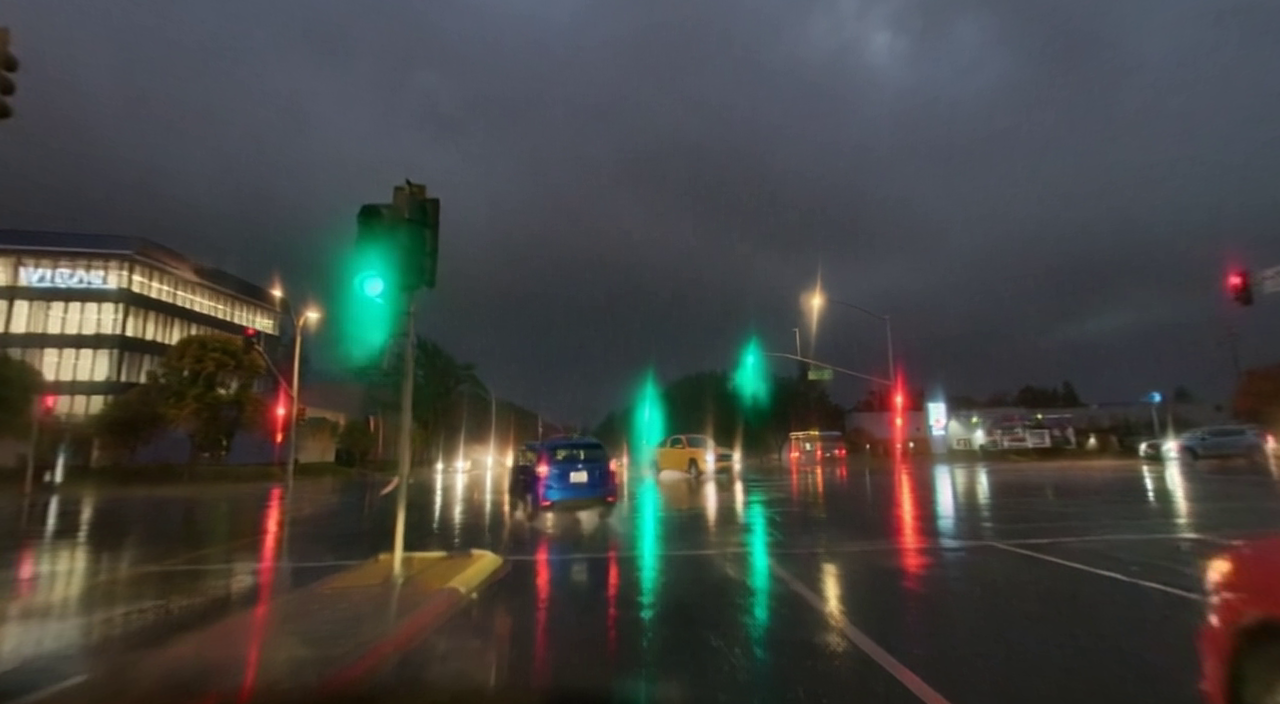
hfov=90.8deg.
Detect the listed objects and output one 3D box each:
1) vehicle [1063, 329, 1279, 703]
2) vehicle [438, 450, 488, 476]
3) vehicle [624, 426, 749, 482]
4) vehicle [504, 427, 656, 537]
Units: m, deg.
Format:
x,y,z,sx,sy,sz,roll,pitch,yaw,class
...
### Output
x,y,z,sx,sy,sz,roll,pitch,yaw,class
3.203,0.581,0.945,2.040,1.674,4.455,0,-9,0,vehicle
-11.844,7.455,42.531,2.005,1.596,4.342,-1,-9,1,vehicle
1.888,4.541,28.446,2.708,2.200,5.960,5,-10,-30,vehicle
-1.428,2.486,12.805,2.238,1.762,4.445,2,-9,-16,vehicle
